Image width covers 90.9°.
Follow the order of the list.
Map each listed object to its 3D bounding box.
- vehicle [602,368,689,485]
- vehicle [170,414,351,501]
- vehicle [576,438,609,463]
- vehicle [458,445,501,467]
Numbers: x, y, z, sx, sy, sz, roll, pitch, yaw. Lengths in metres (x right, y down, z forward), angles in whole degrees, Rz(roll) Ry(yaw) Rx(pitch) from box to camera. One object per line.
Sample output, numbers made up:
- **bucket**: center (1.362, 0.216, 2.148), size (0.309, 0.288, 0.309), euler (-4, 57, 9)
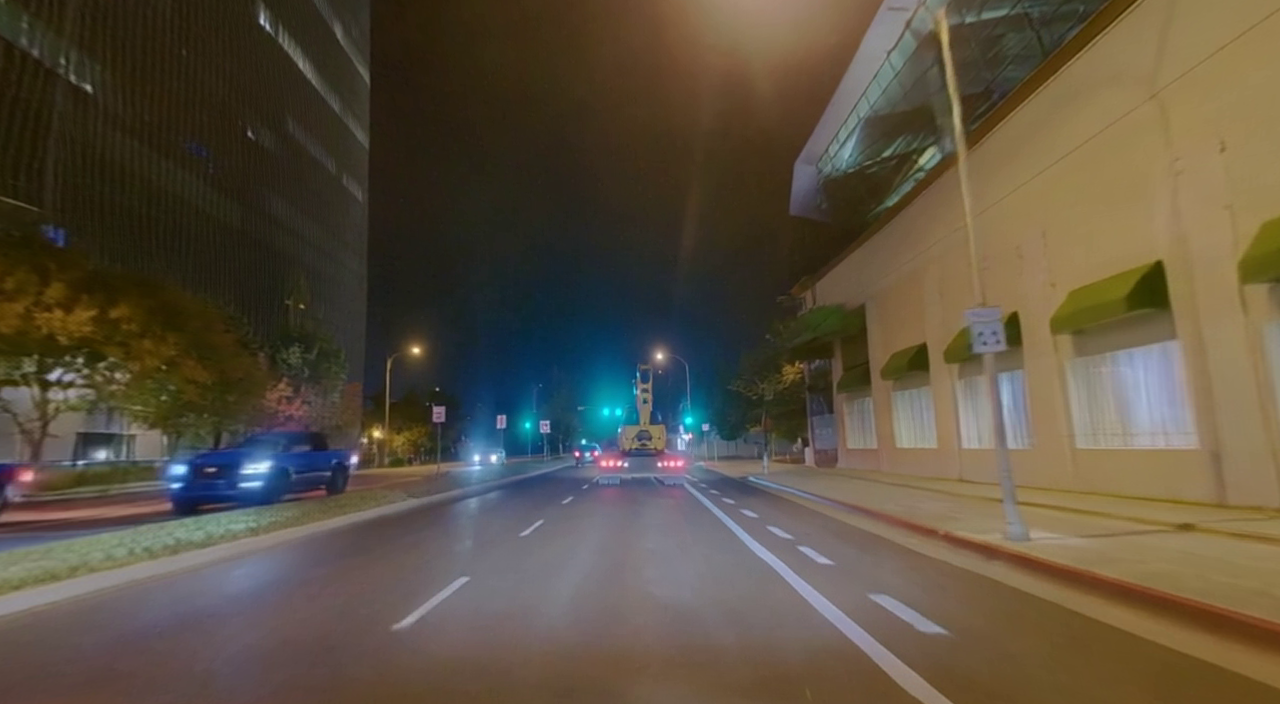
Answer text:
- **vehicle**: center (0.184, 3.041, 24.387), size (2.552, 3.461, 11.044), euler (-1, -9, 0)
- **vehicle**: center (-12.215, 3.471, 21.024), size (2.404, 2.444, 5.799), euler (0, -9, 0)
- **vehicle**: center (-3.379, 7.151, 45.631), size (2.081, 1.688, 4.235), euler (0, -9, 0)
- **vehicle**: center (-12.066, 7.814, 47.625), size (1.941, 1.520, 4.864), euler (0, -9, 0)
